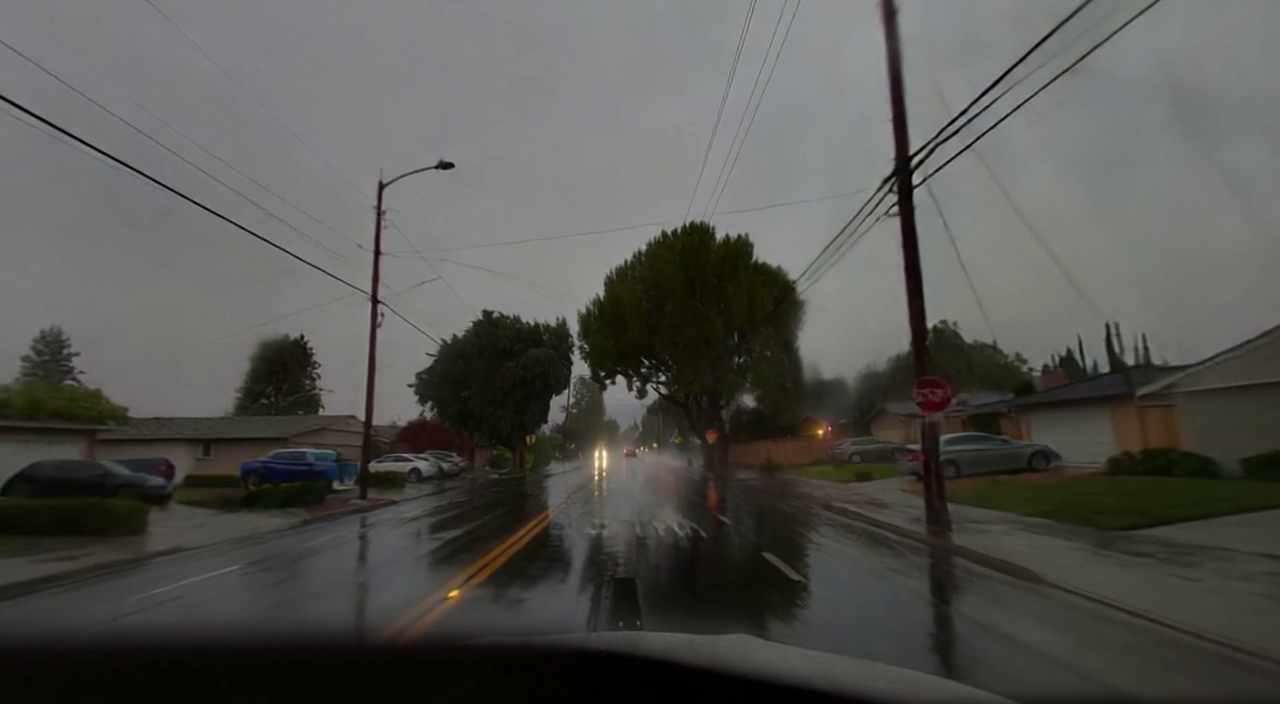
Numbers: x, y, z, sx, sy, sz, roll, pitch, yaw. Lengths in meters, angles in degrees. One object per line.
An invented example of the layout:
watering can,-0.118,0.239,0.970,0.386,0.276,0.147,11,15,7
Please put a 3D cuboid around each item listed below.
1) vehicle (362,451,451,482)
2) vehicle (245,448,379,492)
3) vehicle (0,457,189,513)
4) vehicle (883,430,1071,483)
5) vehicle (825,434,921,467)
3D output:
vehicle,-12.347,6.100,33.656,3.927,1.560,2.049,0,-9,0
vehicle,-12.965,4.661,25.226,4.207,1.648,1.956,1,-9,-6
vehicle,-16.482,3.925,18.942,4.199,1.510,2.058,1,-9,-10
vehicle,10.643,3.303,20.162,4.908,1.537,2.065,1,-9,-8
vehicle,13.025,5.499,35.390,4.653,1.775,1.906,2,-9,-11
